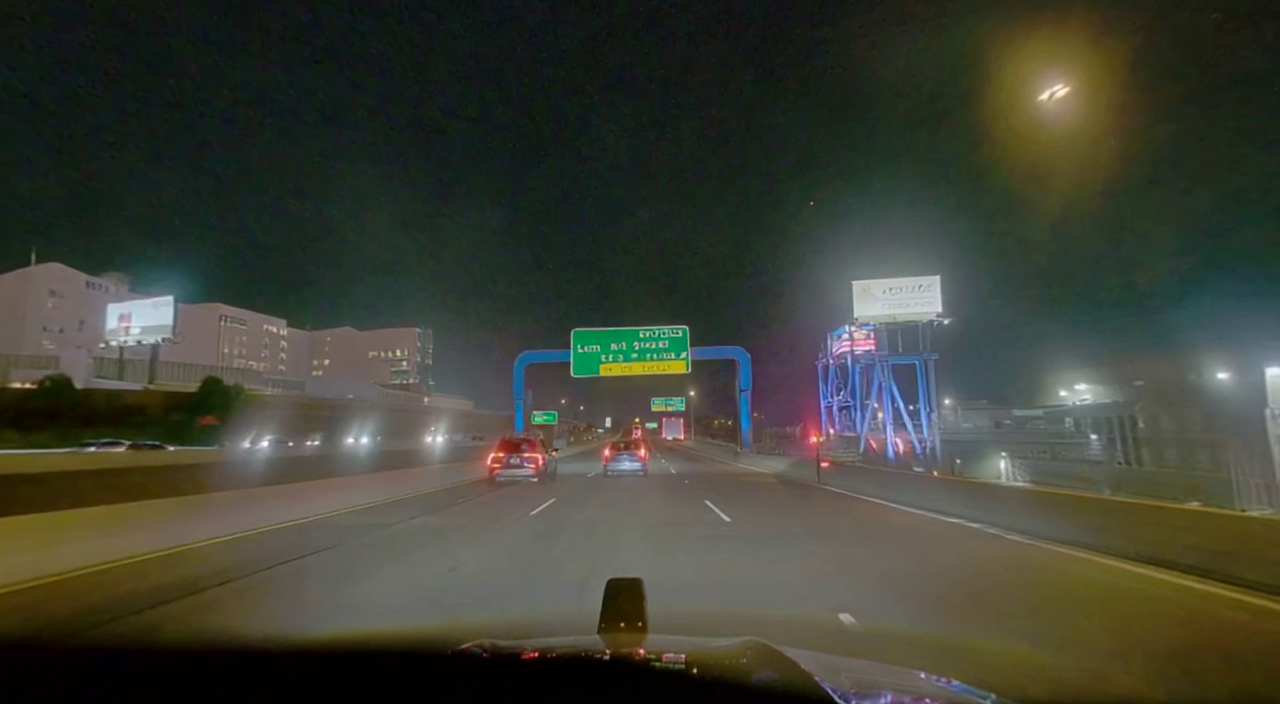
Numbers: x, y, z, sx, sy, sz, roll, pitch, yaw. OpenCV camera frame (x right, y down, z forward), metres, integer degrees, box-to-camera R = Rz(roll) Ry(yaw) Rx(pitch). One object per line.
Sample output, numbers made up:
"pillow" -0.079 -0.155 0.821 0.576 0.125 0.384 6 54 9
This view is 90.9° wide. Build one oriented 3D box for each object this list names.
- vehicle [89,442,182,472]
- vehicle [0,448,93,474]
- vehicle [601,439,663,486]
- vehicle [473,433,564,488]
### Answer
"vehicle" -28.516 5.929 35.817 1.877 1.582 4.025 0 -8 0
"vehicle" -35.755 6.483 37.716 1.971 1.433 4.577 0 -8 0
"vehicle" -0.257 3.578 20.827 1.877 1.386 3.872 0 -8 -1
"vehicle" -3.794 3.473 20.502 2.064 1.589 4.213 0 -8 1
